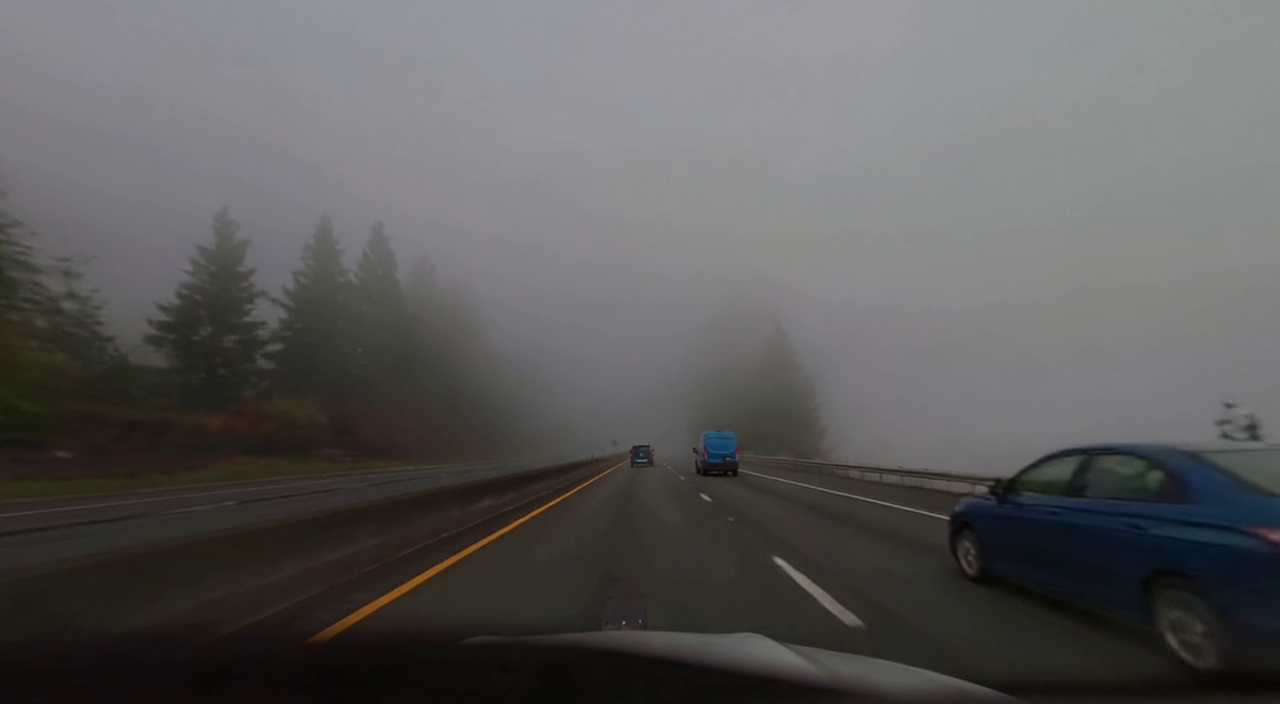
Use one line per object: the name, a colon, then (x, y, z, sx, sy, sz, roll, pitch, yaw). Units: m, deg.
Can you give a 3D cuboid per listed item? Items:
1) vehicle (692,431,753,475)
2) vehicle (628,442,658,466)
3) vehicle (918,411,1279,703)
vehicle: (4.076, 5.149, 32.164, 2.371, 2.045, 4.768, 0, -9, -1)
vehicle: (0.255, 7.584, 47.067, 2.087, 1.707, 4.316, 0, -9, 1)
vehicle: (3.951, 1.175, 4.096, 2.043, 1.431, 4.922, 0, -9, 0)
